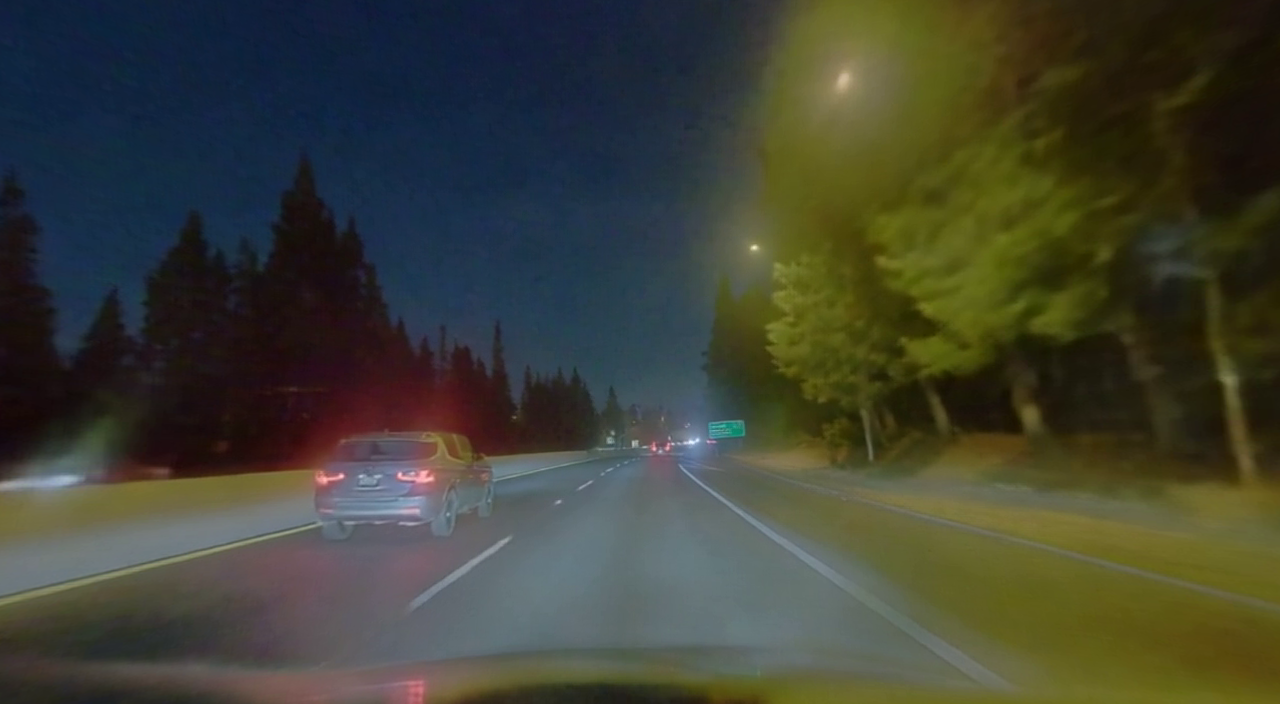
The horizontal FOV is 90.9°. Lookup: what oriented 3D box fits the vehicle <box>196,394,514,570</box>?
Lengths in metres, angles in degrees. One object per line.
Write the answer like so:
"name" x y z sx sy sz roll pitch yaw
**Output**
"vehicle" -3.617 1.813 9.666 2.143 1.851 5.817 0 -9 0
